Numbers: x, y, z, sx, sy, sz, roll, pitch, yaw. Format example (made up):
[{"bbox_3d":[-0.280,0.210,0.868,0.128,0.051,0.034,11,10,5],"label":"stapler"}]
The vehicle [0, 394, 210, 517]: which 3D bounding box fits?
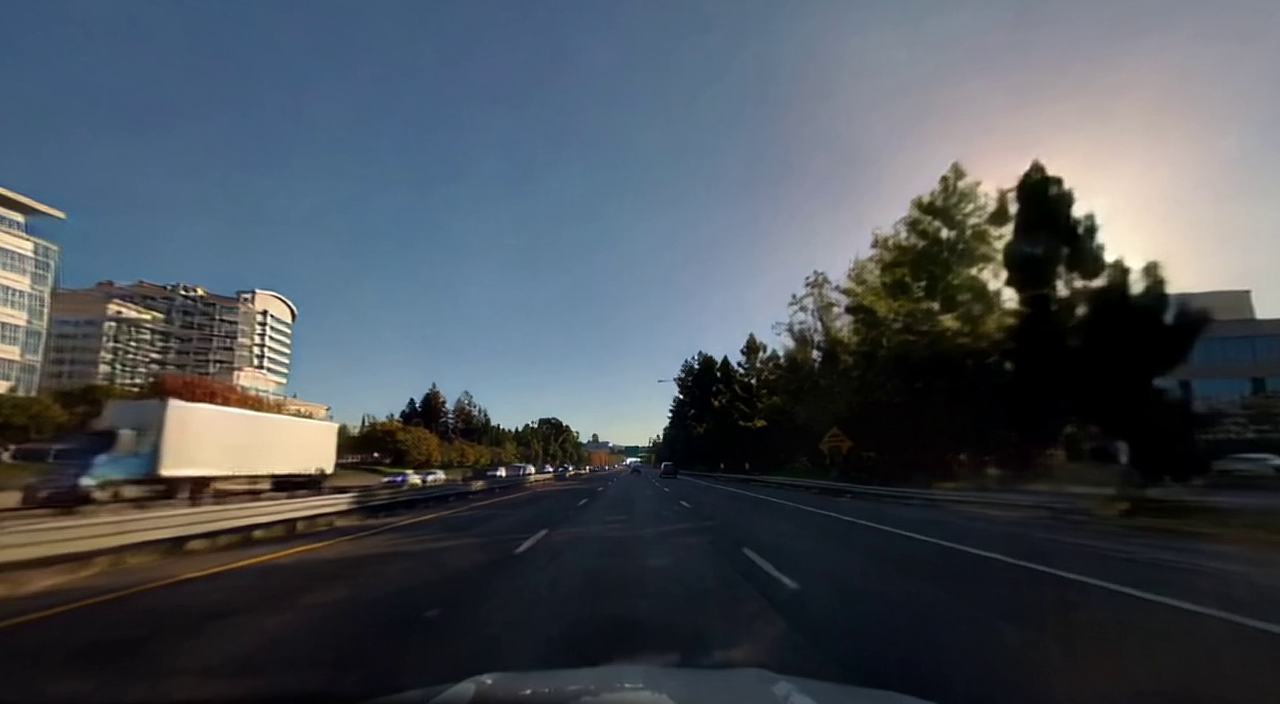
[{"bbox_3d":[-20.075,3.954,23.881,3.010,4.019,5.914,1,-10,0],"label":"vehicle"}]
